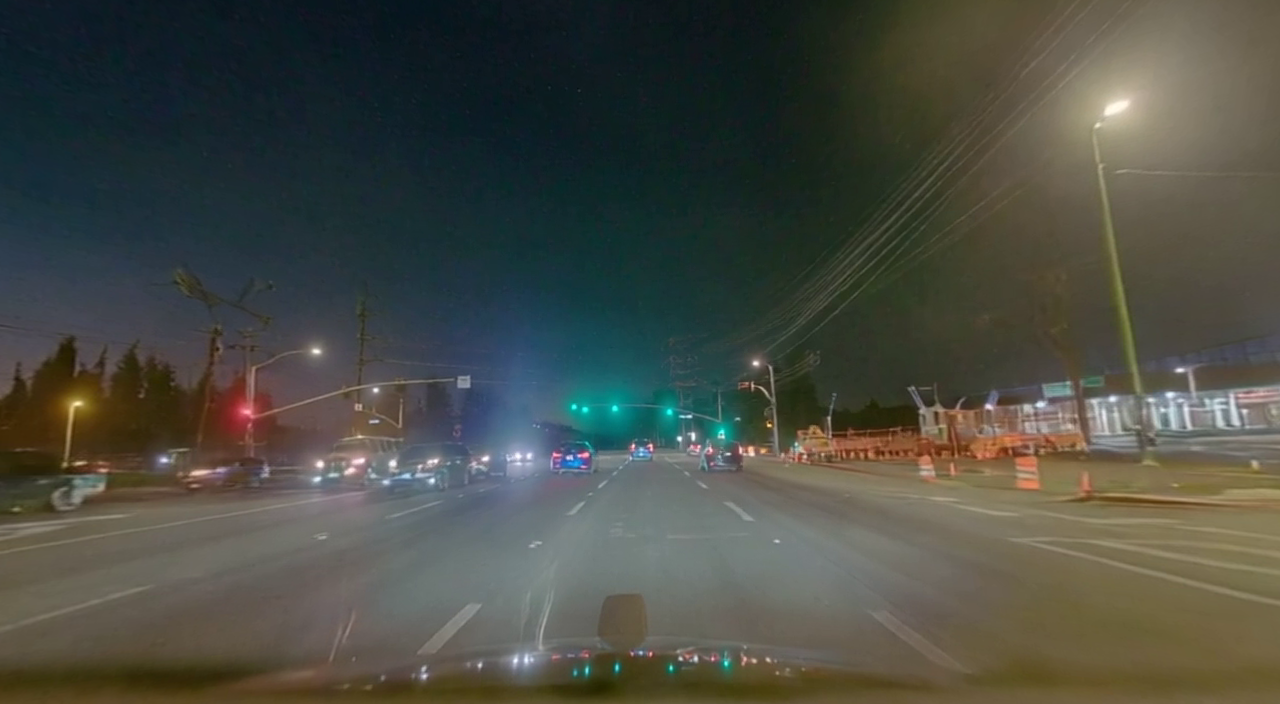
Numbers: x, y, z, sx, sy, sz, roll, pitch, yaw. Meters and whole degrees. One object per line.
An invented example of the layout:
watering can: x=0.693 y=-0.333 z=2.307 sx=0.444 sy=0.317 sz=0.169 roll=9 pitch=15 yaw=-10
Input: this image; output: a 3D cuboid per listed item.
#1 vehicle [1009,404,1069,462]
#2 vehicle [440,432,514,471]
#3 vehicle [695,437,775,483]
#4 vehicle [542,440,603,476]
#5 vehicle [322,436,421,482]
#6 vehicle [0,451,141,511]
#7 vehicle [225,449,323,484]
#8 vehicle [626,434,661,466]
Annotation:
vehicle: x=25.630 y=5.119 z=40.557 sx=2.825 sy=3.296 sz=8.344 roll=-3 pitch=-7 yaw=32
vehicle: x=-8.983 y=5.557 z=35.349 sx=2.392 sy=2.012 sz=5.727 roll=0 pitch=-8 yaw=2
vehicle: x=3.282 y=3.850 z=22.794 sx=2.142 sy=1.475 sz=4.565 roll=0 pitch=-8 yaw=0
vehicle: x=-2.927 y=4.725 z=28.388 sx=2.087 sy=1.480 sz=4.825 roll=0 pitch=-8 yaw=1
vehicle: x=-9.705 y=3.887 z=23.140 sx=1.774 sy=1.535 sz=3.828 roll=-1 pitch=-8 yaw=3
vehicle: x=-17.611 y=3.734 z=18.747 sx=1.813 sy=1.513 sz=4.457 roll=0 pitch=-8 yaw=2
vehicle: x=-17.301 y=5.392 z=30.115 sx=1.911 sy=1.509 sz=4.406 roll=0 pitch=-8 yaw=2
vehicle: x=0.232 y=6.068 z=39.021 sx=2.060 sy=1.845 sz=4.151 roll=0 pitch=-8 yaw=0
